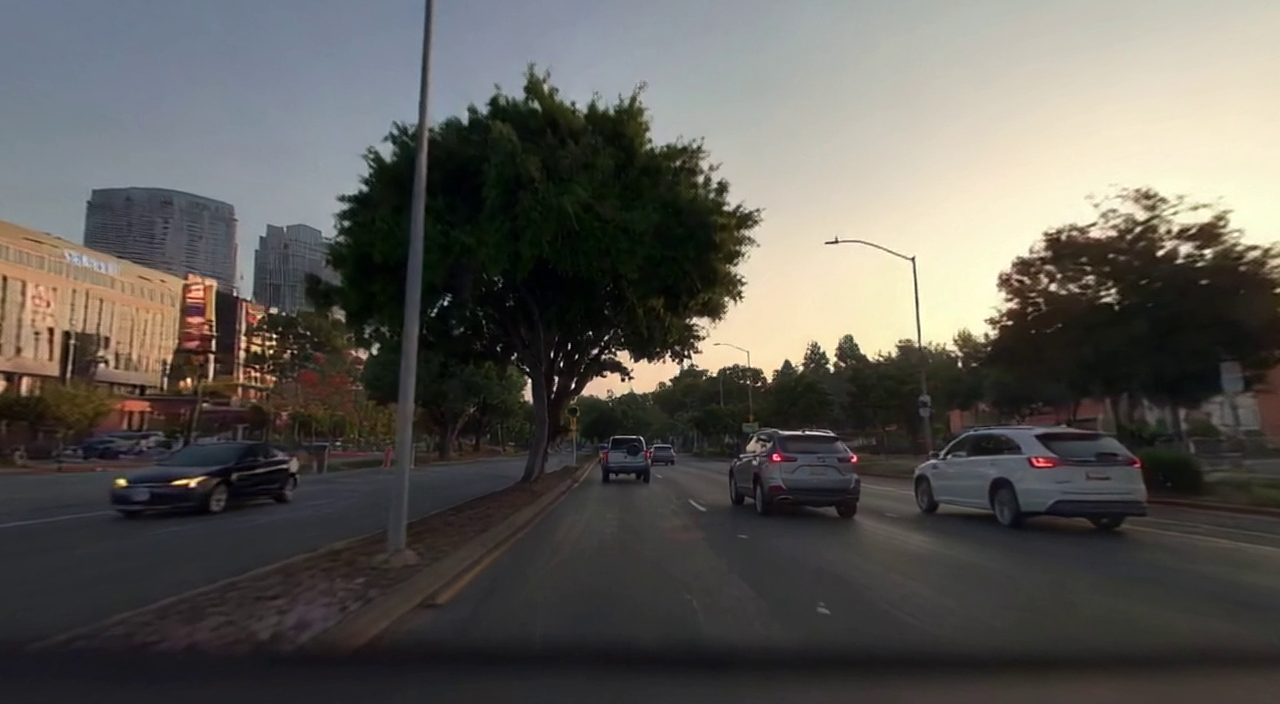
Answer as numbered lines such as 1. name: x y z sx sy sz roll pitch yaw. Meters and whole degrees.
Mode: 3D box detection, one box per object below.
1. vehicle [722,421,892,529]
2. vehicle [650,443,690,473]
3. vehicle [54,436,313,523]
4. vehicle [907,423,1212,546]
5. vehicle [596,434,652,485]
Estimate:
1. vehicle: 3.027 2.334 12.489 2.000 1.745 4.206 0 -8 -3
2. vehicle: 1.631 5.995 35.916 1.800 1.592 3.658 1 -8 -5
3. vehicle: -8.812 2.464 12.815 1.872 1.439 4.507 0 -8 0
4. vehicle: 6.676 2.125 10.829 2.047 1.653 4.423 0 -8 -2
5. vehicle: -0.675 4.194 24.878 2.051 1.798 4.168 0 -8 -3
